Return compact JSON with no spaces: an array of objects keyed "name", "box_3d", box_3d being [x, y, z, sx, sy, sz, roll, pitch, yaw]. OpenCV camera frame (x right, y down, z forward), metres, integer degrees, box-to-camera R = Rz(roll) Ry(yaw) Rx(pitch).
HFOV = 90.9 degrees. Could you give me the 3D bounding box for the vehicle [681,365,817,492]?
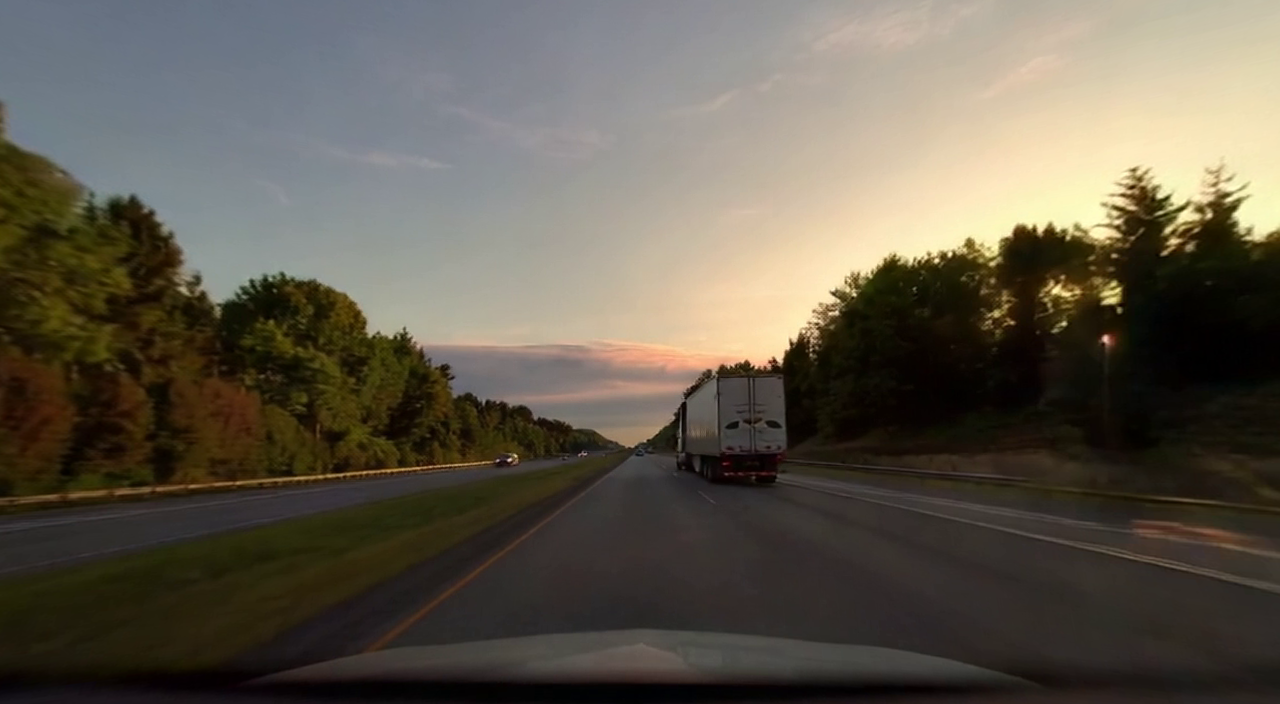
[{"name":"vehicle","box_3d":[3.740,3.369,26.144,2.955,3.825,14.115,0,-9,-1]}]
